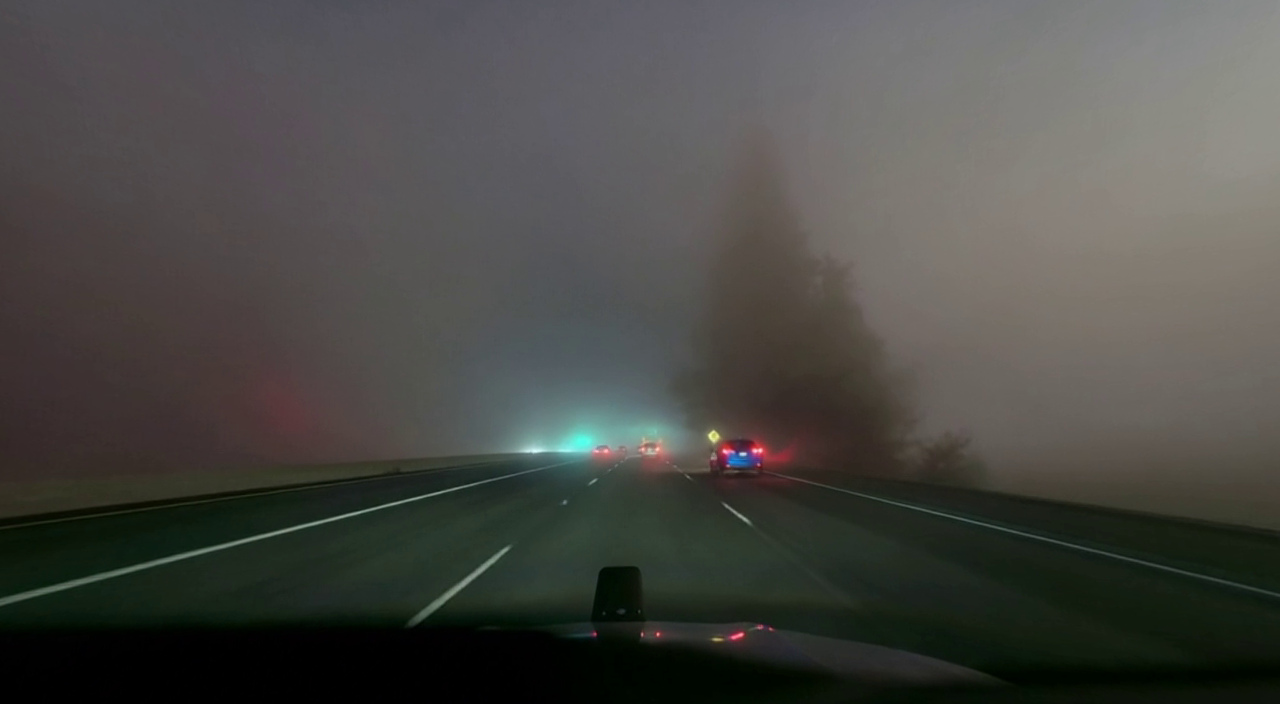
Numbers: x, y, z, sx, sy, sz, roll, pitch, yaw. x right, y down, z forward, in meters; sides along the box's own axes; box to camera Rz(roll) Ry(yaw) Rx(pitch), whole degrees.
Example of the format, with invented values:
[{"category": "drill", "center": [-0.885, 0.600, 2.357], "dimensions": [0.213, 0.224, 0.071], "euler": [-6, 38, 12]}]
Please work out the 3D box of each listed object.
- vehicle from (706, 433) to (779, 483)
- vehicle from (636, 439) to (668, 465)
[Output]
[{"category": "vehicle", "center": [3.838, 4.063, 24.374], "dimensions": [2.082, 1.720, 4.393], "euler": [0, -8, 0]}, {"category": "vehicle", "center": [0.825, 7.189, 45.531], "dimensions": [2.205, 1.785, 4.423], "euler": [0, -8, 0]}]
